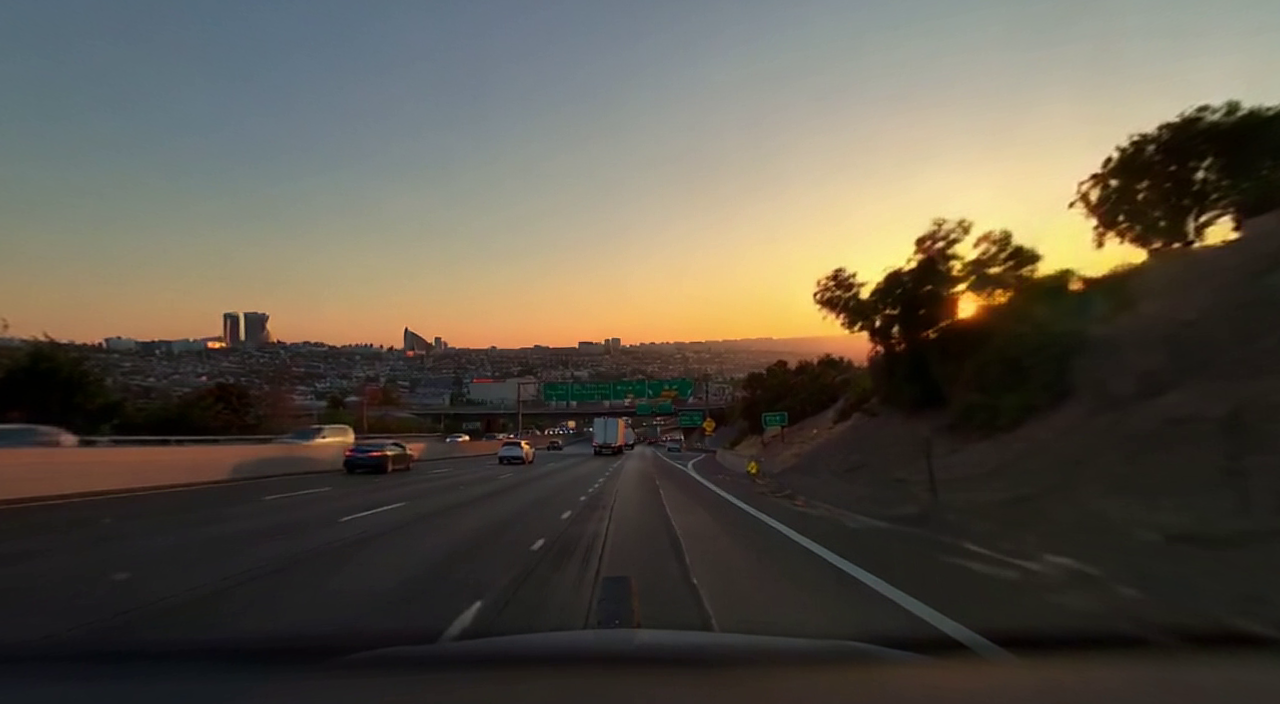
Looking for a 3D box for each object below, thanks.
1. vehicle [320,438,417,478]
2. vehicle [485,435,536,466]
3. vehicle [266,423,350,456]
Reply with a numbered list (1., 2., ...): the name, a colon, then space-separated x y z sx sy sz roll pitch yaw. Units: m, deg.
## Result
1. vehicle: -10.627 4.152 24.958 1.976 1.413 4.088 0 -8 0
2. vehicle: -7.156 5.458 35.174 1.979 1.646 4.096 0 -8 0
3. vehicle: -19.456 5.170 37.198 2.112 1.834 5.120 0 -8 1
